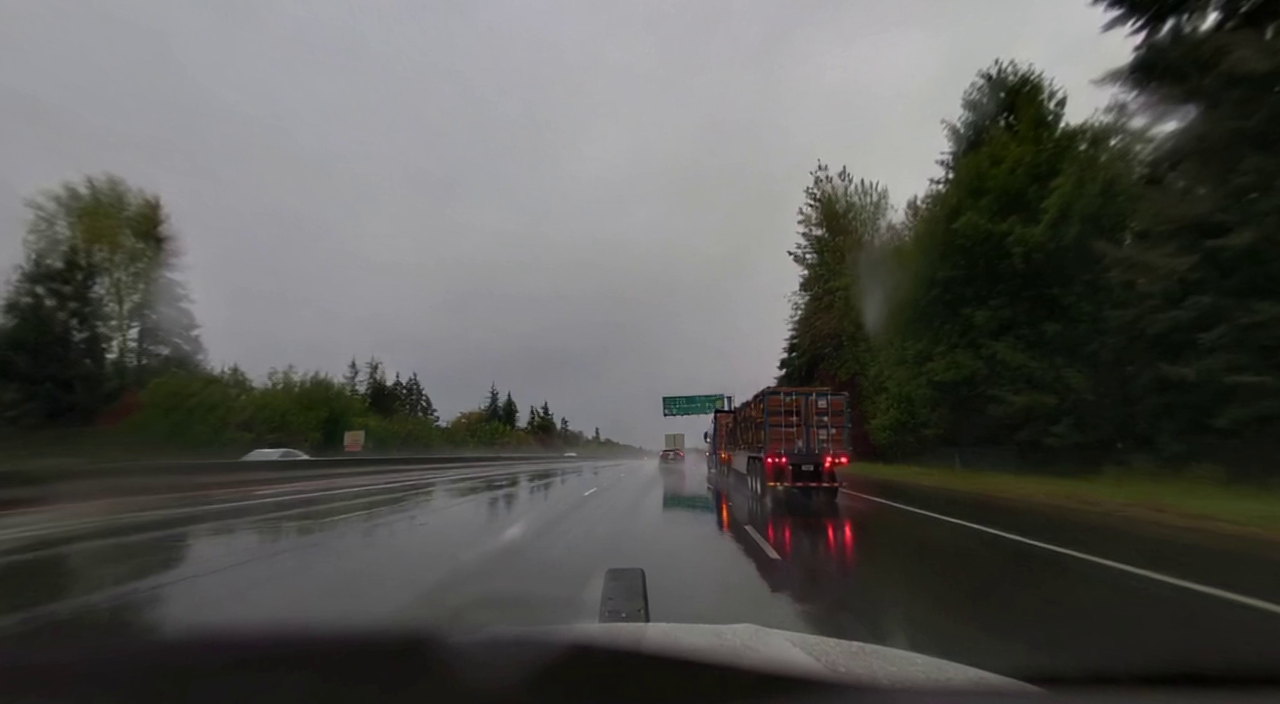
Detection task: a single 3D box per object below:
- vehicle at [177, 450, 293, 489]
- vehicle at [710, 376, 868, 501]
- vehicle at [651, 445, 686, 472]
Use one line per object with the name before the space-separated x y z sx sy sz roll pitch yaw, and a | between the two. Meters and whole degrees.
vehicle | -16.919 4.909 26.632 1.868 1.452 4.321 0 -8 3
vehicle | 4.828 3.560 25.471 2.917 3.179 18.723 0 -8 3
vehicle | 1.774 6.611 39.355 2.042 1.528 4.300 0 -8 3
